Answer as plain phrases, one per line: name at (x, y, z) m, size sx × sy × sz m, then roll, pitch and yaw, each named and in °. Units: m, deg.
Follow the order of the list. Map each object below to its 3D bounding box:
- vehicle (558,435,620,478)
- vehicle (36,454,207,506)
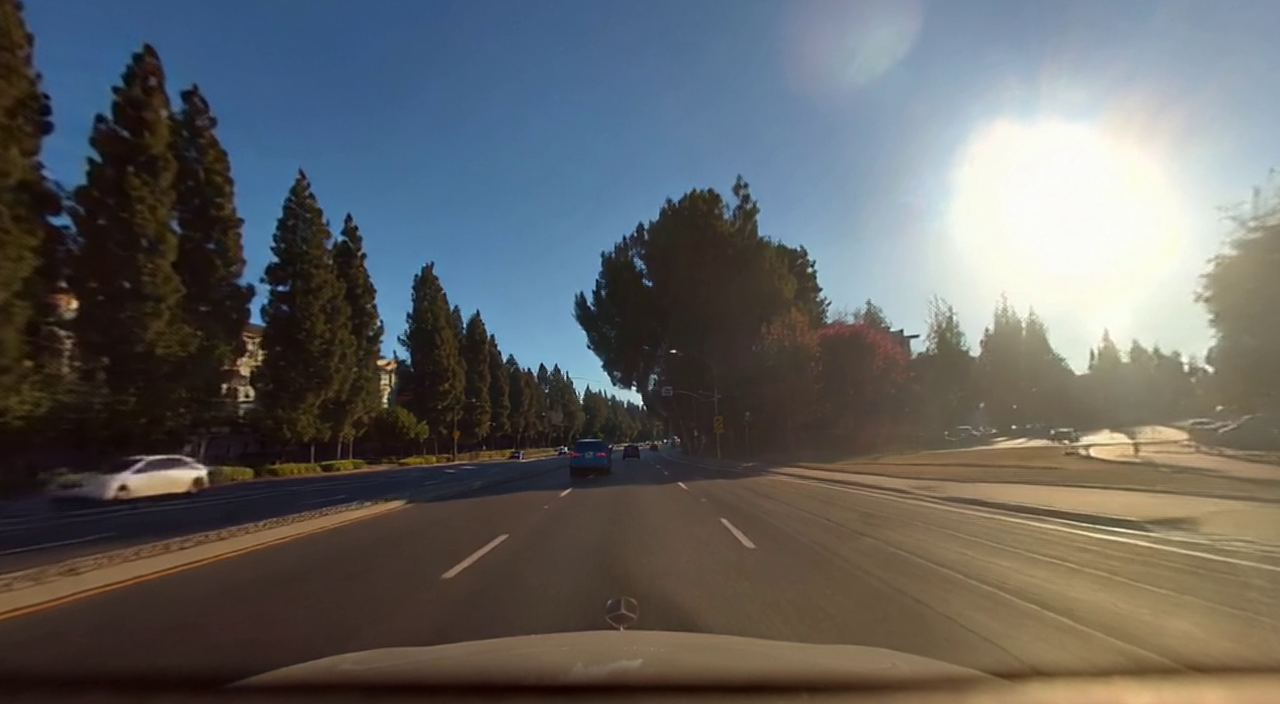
vehicle at (-2.110, 4.505, 27.337) m, size 2.174 × 1.703 × 4.231 m, roll 0°, pitch -9°, yaw 2°
vehicle at (-17.151, 4.214, 21.299) m, size 1.895 × 1.502 × 4.711 m, roll 1°, pitch -9°, yaw -2°
